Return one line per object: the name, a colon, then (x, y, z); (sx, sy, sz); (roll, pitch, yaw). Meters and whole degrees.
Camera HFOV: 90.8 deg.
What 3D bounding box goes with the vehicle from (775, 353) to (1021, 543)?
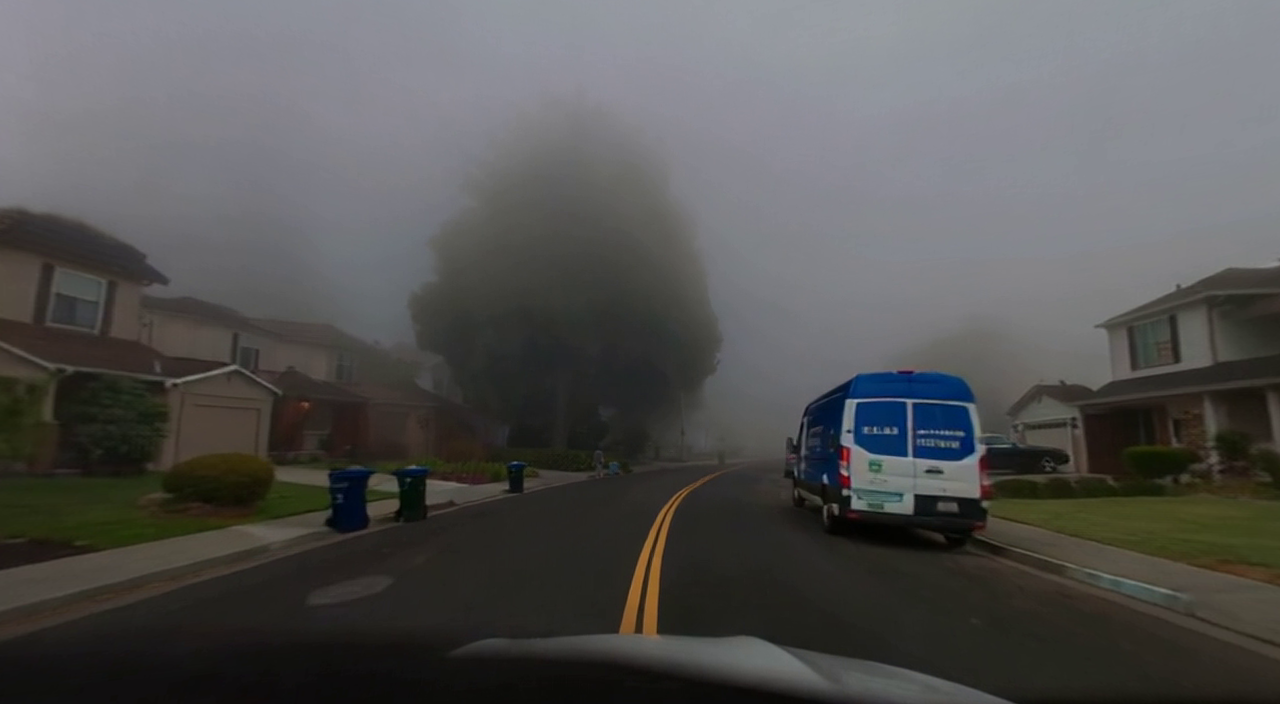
vehicle: (4.377, 1.836, 12.322); (2.684, 2.712, 6.197); (-1, -9, 6)
